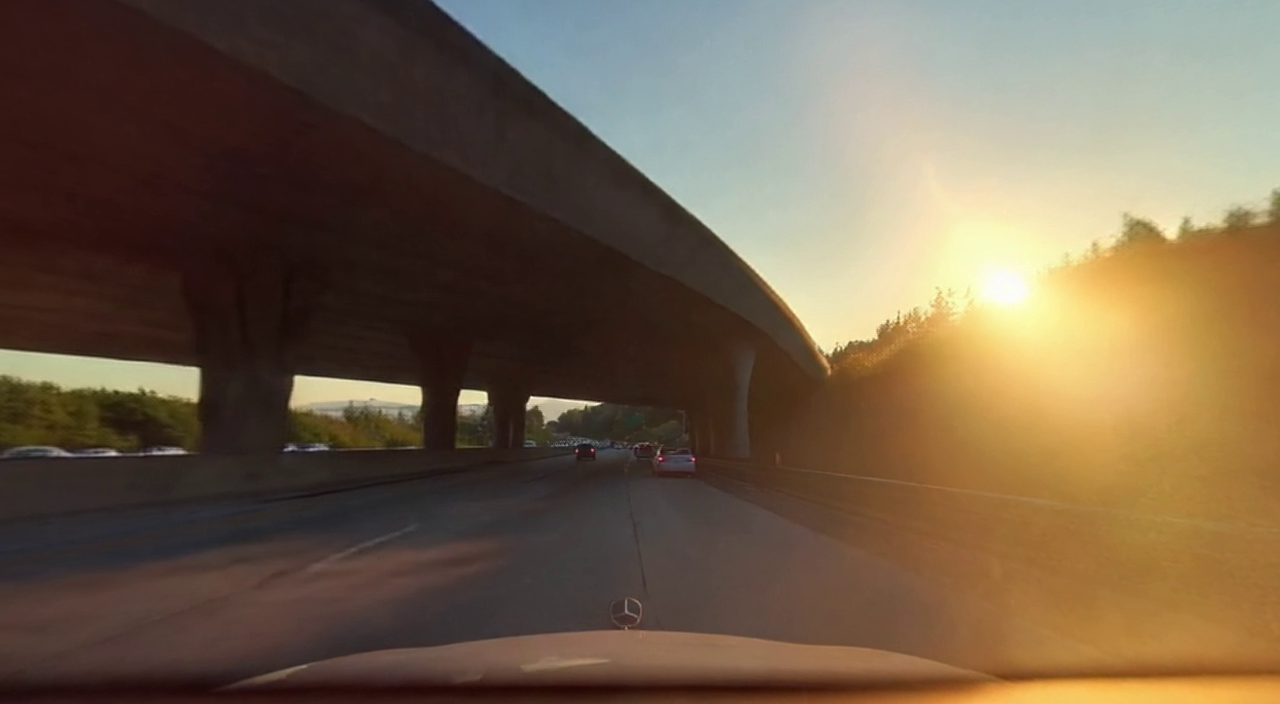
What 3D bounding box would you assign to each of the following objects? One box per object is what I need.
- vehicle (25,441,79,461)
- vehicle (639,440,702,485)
[{"bbox_3d":[-44.263,7.491,47.496,1.542,1.434,2.718,1,-9,-7],"label":"vehicle"},{"bbox_3d":[1.004,3.915,22.499,1.960,1.456,3.818,0,-9,-1],"label":"vehicle"}]
